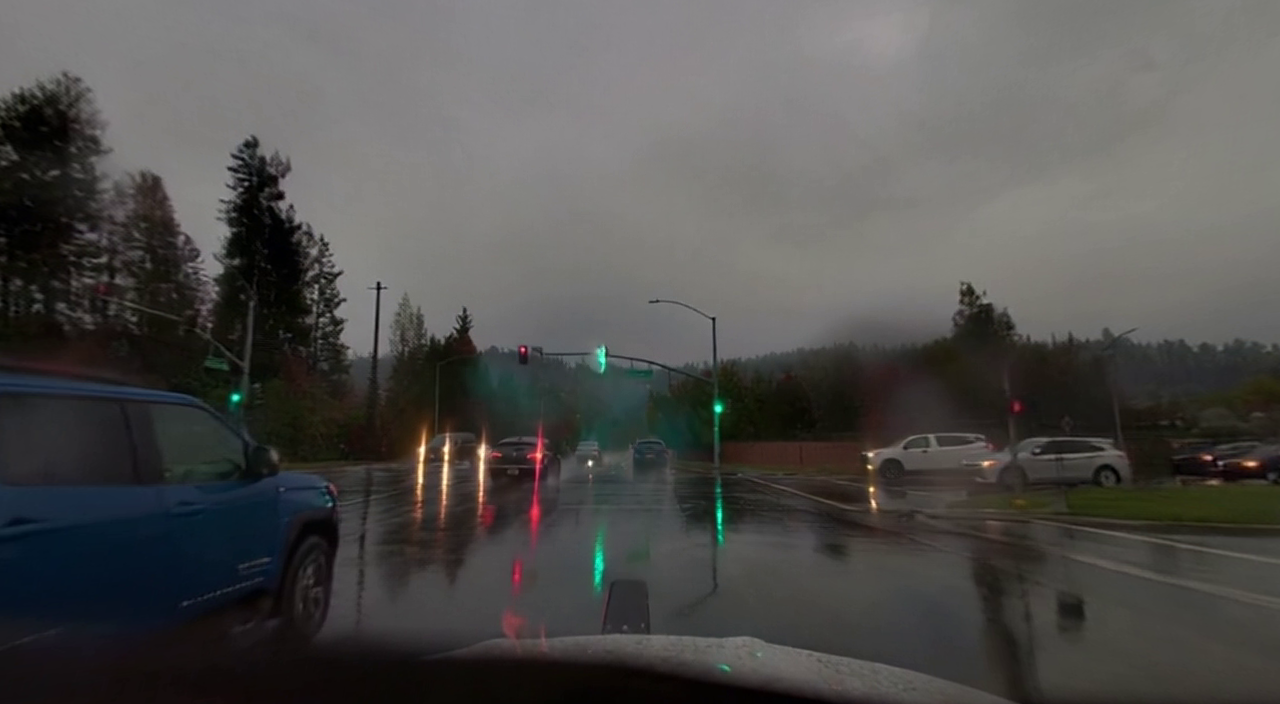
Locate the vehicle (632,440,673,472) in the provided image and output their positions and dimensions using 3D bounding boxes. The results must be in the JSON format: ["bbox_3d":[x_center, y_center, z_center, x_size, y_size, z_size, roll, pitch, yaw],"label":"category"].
[{"bbox_3d":[0.665,5.818,35.394,2.163,1.678,3.846,0,-8,0],"label":"vehicle"}]

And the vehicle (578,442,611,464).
[{"bbox_3d":[-3.178,7.143,44.851,2.013,1.474,4.393,0,-8,1],"label":"vehicle"}]

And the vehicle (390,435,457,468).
[{"bbox_3d":[-13.461,6.189,39.569,2.039,1.904,5.701,0,-8,2],"label":"vehicle"}]

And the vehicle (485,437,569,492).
[{"bbox_3d":[-3.379,3.423,19.548,1.960,1.528,3.490,0,-8,0],"label":"vehicle"}]

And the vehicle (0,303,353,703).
[{"bbox_3d":[-3.138,0.740,2.047,2.190,1.766,4.649,0,-8,0],"label":"vehicle"}]

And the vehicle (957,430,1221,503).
[{"bbox_3d":[10.933,2.861,15.664,4.875,1.473,2.077,-2,-11,-1],"label":"vehicle"}]

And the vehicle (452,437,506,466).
[{"bbox_3d":[-9.905,6.143,39.164,1.990,1.658,4.569,0,-8,1],"label":"vehicle"}]
